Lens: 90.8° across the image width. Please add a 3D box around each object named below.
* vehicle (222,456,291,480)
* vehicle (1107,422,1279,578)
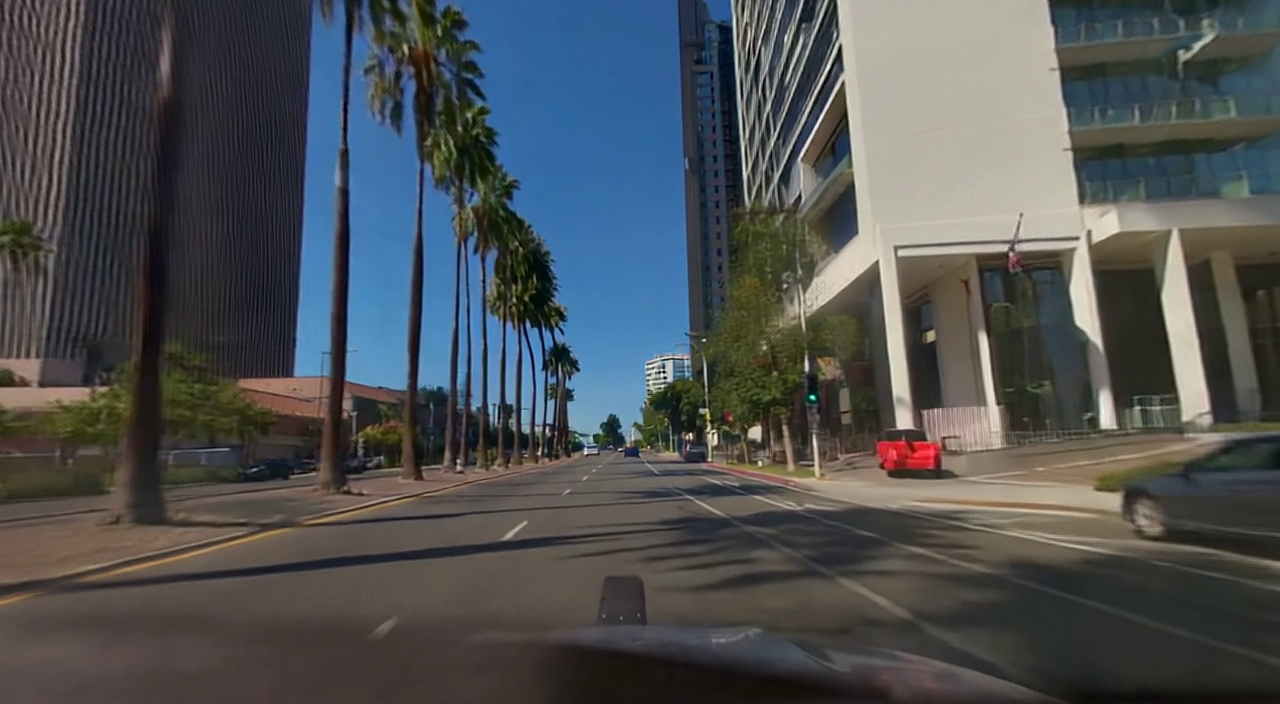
[{"bbox_3d":[-25.341,7.663,41.945,2.080,1.457,4.424,0,-9,-4],"label":"vehicle"},{"bbox_3d":[7.143,1.400,5.943,1.919,1.499,4.779,-1,-9,2],"label":"vehicle"}]
